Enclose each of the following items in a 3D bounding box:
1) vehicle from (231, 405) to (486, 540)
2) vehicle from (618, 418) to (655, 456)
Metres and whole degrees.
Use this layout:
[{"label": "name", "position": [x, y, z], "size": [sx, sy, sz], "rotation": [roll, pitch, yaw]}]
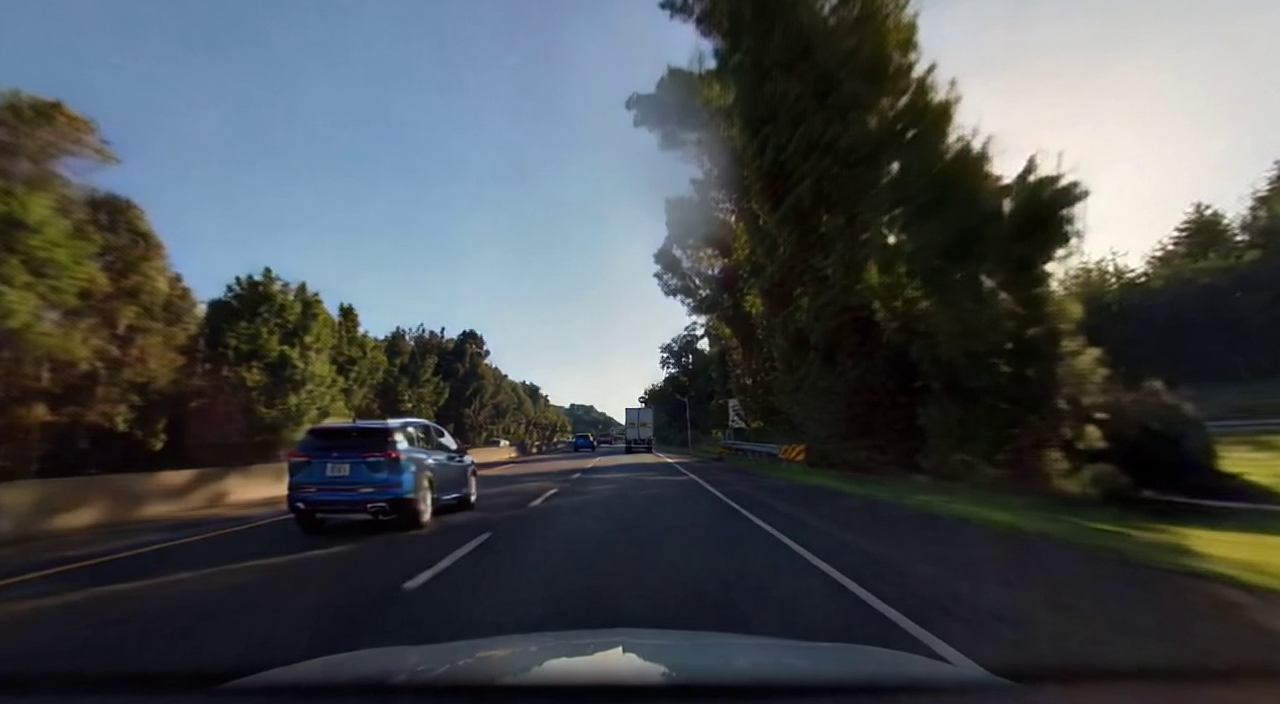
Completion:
[{"label": "vehicle", "position": [-4.006, 1.780, 9.980], "size": [2.045, 1.655, 4.301], "rotation": [0, -8, 0]}, {"label": "vehicle", "position": [-0.278, 6.112, 45.190], "size": [2.526, 2.531, 5.026], "rotation": [0, -8, -1]}]
